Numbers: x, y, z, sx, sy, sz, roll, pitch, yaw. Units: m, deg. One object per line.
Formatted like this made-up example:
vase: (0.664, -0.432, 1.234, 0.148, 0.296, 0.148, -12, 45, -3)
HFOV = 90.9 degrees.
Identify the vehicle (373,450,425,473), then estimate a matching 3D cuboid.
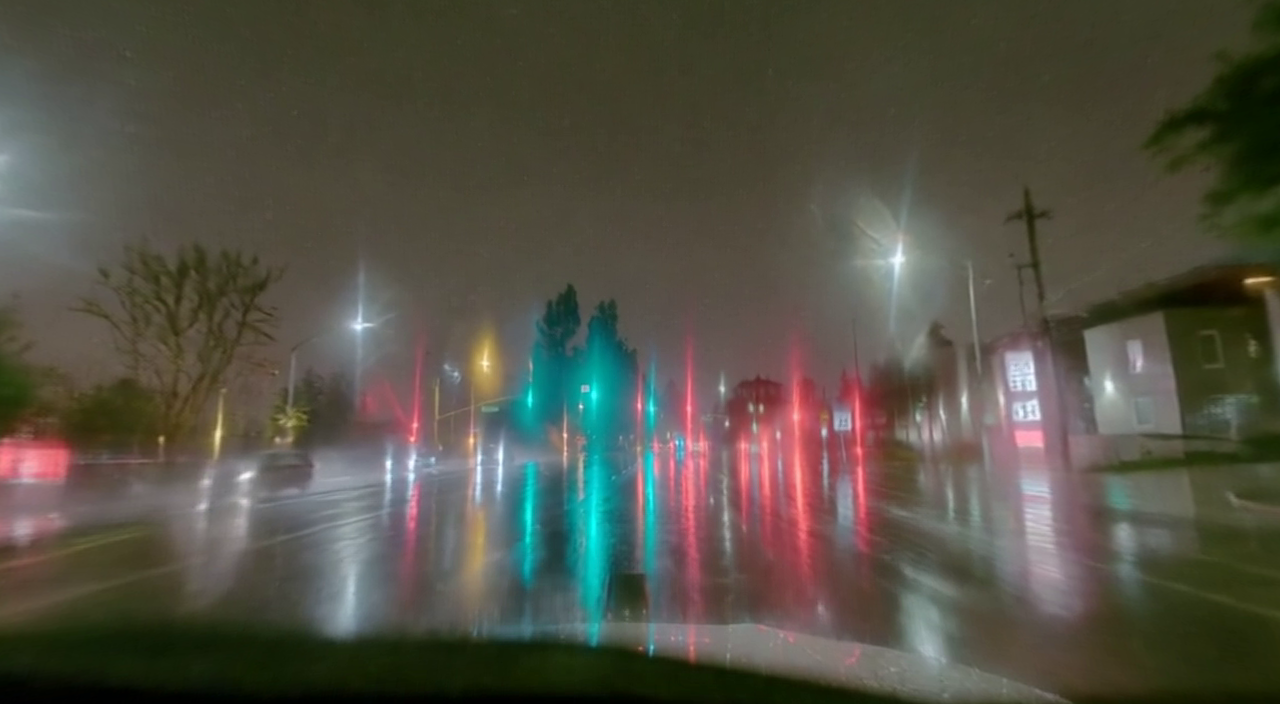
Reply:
vehicle: (-17.554, 7.991, 46.181, 1.939, 1.500, 4.547, -1, -9, 1)

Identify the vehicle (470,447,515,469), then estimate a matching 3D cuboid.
vehicle: (-10.442, 7.515, 44.987, 1.943, 1.463, 4.707, -1, -9, 2)

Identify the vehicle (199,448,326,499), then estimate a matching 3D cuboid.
vehicle: (-13.943, 4.461, 23.683, 1.940, 1.690, 4.447, 0, -9, 1)
